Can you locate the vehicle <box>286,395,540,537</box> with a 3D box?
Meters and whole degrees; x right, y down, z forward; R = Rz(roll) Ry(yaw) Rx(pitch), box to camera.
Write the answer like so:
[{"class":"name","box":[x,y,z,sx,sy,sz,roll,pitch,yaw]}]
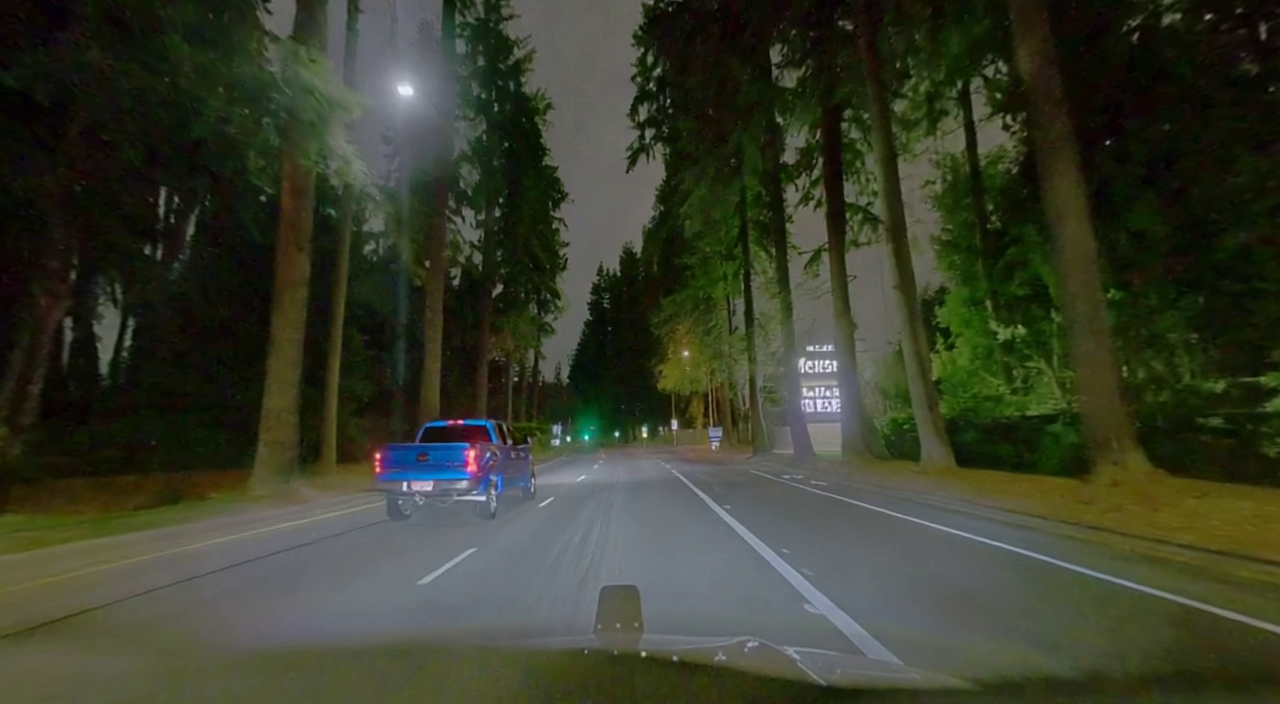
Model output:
[{"class":"vehicle","box":[-3.502,1.970,11.572,2.267,1.849,6.402,0,-8,0]}]
